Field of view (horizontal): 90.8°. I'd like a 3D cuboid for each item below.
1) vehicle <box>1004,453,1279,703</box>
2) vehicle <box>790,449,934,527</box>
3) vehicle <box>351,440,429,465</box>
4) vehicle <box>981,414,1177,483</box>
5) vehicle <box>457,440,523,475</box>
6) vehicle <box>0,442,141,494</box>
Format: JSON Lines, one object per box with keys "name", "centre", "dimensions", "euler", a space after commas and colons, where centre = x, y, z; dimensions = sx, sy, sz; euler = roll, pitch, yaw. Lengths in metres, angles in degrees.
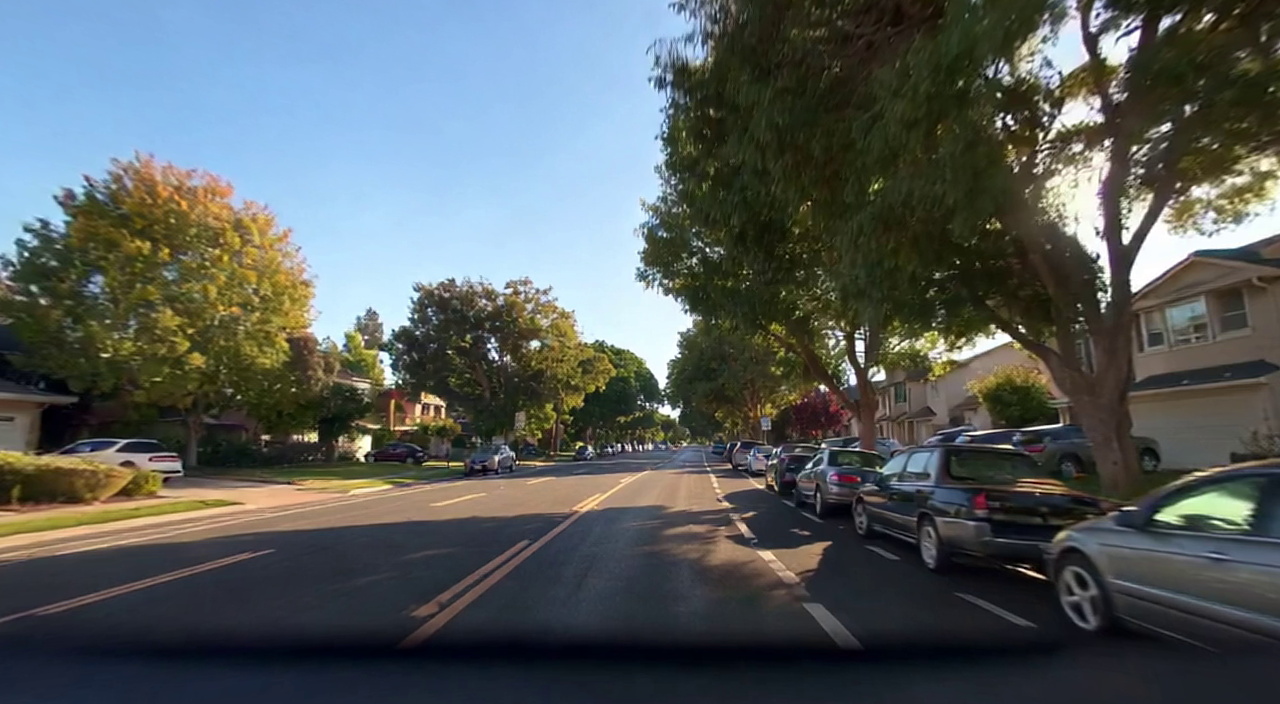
{"name": "vehicle", "centre": [4.271, 1.310, 3.394], "dimensions": [1.925, 1.445, 4.554], "euler": [0, -8, 0]}
{"name": "vehicle", "centre": [4.664, 2.875, 14.012], "dimensions": [1.911, 1.395, 4.362], "euler": [0, -8, 4]}
{"name": "vehicle", "centre": [-17.085, 6.876, 43.334], "dimensions": [4.509, 1.698, 1.890], "euler": [-1, -8, 6]}
{"name": "vehicle", "centre": [14.451, 3.223, 21.107], "dimensions": [4.704, 1.942, 2.207], "euler": [-3, -9, 4]}
{"name": "vehicle", "centre": [-8.362, 5.961, 35.778], "dimensions": [2.093, 1.767, 5.120], "euler": [-2, -9, 5]}
{"name": "vehicle", "centre": [-18.543, 3.597, 19.795], "dimensions": [4.245, 1.512, 1.957], "euler": [0, -8, 5]}
